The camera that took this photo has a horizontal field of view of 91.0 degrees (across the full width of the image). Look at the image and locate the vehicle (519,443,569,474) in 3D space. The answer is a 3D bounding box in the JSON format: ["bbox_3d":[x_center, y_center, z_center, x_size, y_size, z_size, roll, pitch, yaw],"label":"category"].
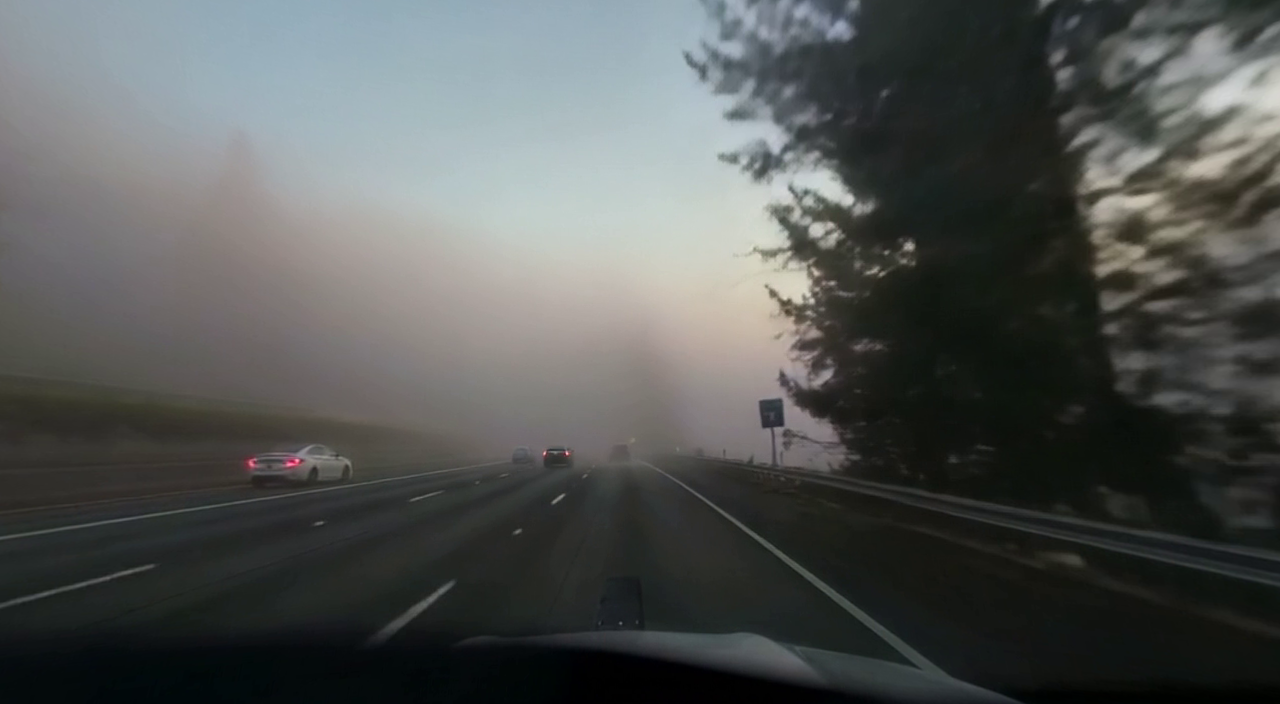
[{"bbox_3d":[-4.872,5.462,32.486,2.120,1.458,4.031,0,-9,-2],"label":"vehicle"}]

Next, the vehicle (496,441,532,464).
[{"bbox_3d":[-9.313,7.498,46.922,2.015,1.608,4.294,0,-9,-3],"label":"vehicle"}]

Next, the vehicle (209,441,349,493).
[{"bbox_3d":[-11.548,3.696,20.599,1.960,1.487,4.593,0,-9,-1],"label":"vehicle"}]
